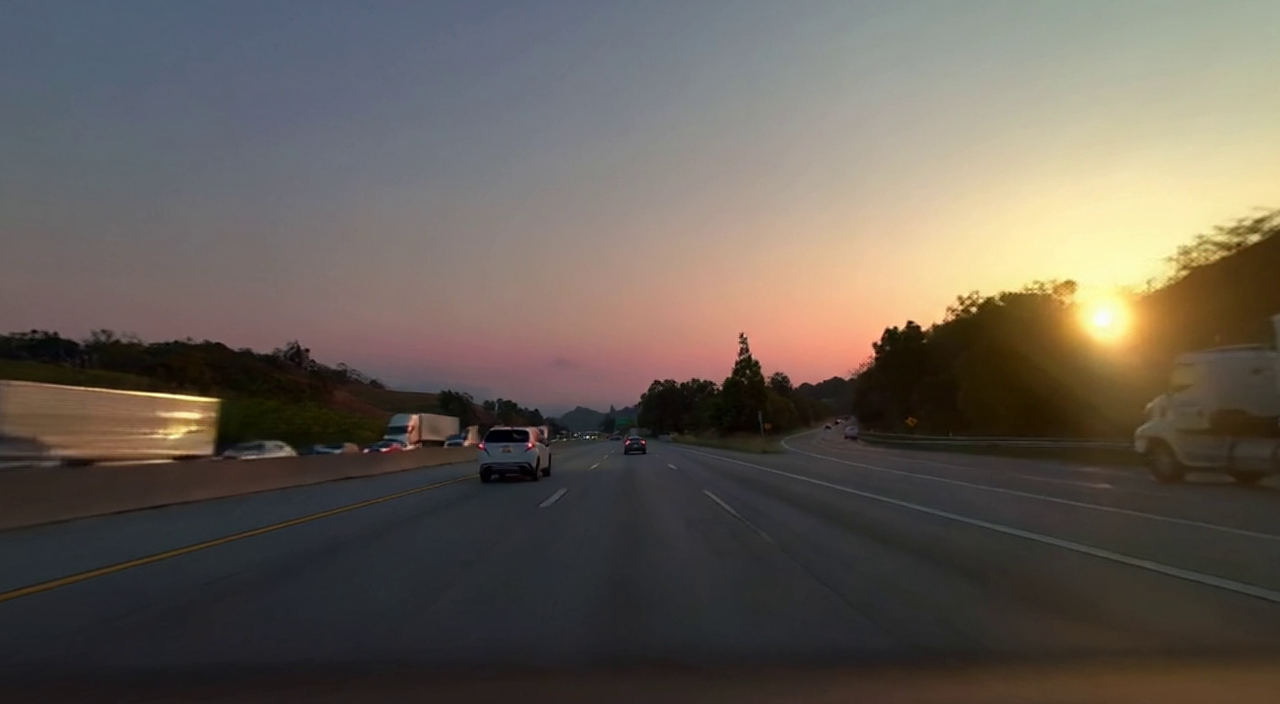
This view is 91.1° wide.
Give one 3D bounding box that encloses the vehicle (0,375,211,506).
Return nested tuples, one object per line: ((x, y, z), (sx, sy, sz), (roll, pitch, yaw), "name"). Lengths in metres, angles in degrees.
((-19.354, 2.910, 20.656), (3.025, 3.610, 10.687), (0, -8, 0), "vehicle")

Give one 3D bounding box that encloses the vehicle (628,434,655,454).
((0.063, 7.236, 49.549), (2.051, 1.528, 4.265), (0, -8, -1), "vehicle")

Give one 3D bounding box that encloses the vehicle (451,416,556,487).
((-3.947, 2.972, 19.154), (2.115, 1.887, 4.721), (0, -8, 0), "vehicle")

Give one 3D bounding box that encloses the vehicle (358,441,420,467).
((-15.777, 6.406, 39.816), (2.020, 1.514, 4.549), (0, -8, 1), "vehicle")

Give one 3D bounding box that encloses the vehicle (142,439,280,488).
((-16.108, 4.169, 23.989), (2.010, 1.631, 4.625), (0, -8, 0), "vehicle")
